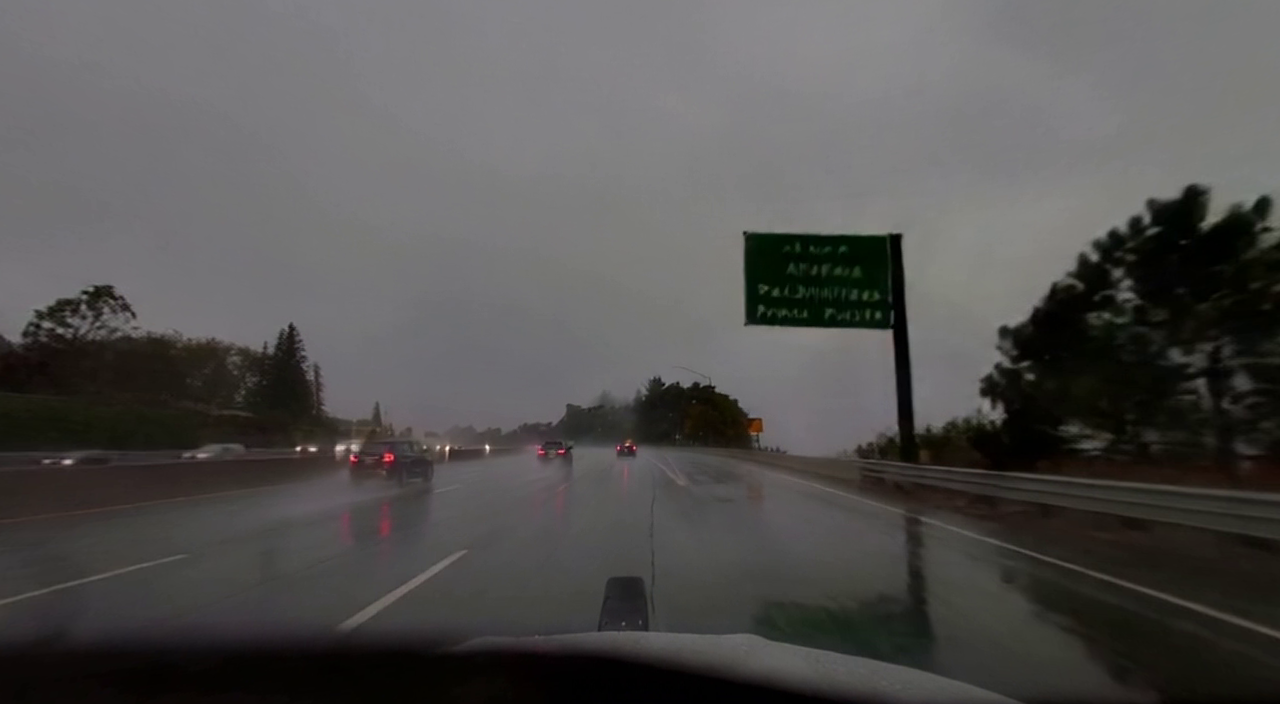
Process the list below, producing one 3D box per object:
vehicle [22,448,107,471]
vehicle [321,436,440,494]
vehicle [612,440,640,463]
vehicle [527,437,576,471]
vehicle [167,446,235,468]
[{"bbox_3d":[-39.230,7.335,43.154,1.754,1.456,4.341,0,-8,-2],"label":"vehicle"},{"bbox_3d":[-8.087,3.544,20.140,2.086,1.628,4.039,0,-8,-1],"label":"vehicle"},{"bbox_3d":[-0.968,6.879,43.732,1.881,1.460,3.694,0,-8,-2],"label":"vehicle"},{"bbox_3d":[-4.575,5.325,33.190,1.991,1.610,4.606,0,-8,-1],"label":"vehicle"},{"bbox_3d":[-31.988,7.635,46.083,1.819,1.438,4.530,0,-8,-2],"label":"vehicle"}]
